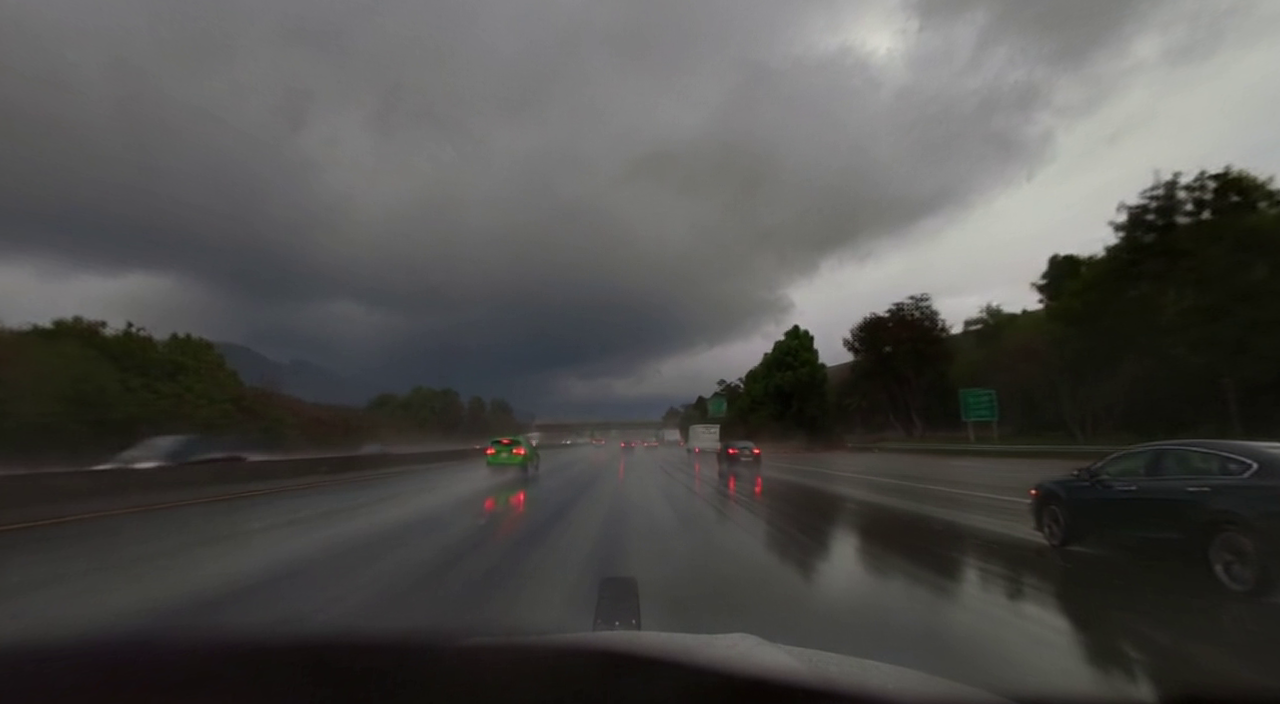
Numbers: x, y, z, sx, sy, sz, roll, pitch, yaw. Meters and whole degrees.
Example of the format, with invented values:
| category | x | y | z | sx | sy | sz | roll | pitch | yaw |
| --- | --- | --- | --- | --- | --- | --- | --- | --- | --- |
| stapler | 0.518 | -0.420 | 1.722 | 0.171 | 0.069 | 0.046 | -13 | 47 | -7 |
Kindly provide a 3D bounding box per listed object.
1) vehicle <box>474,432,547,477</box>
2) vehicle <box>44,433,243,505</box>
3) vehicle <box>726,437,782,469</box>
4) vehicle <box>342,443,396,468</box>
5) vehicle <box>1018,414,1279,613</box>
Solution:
| category | x | y | z | sx | sy | sz | roll | pitch | yaw |
| --- | --- | --- | --- | --- | --- | --- | --- | --- | --- |
| vehicle | -4.769 | 3.818 | 23.824 | 1.966 | 1.570 | 3.859 | 0 | -8 | 0 |
| vehicle | -12.956 | 3.023 | 16.866 | 1.902 | 1.647 | 4.241 | 0 | -8 | -1 |
| vehicle | 5.427 | 4.828 | 30.475 | 1.920 | 1.436 | 3.890 | 0 | -8 | -2 |
| vehicle | -16.928 | 6.450 | 39.524 | 1.761 | 1.419 | 3.733 | 0 | -8 | 0 |
| vehicle | 5.834 | 1.362 | 5.811 | 2.028 | 1.488 | 4.236 | 0 | -8 | -1 |
